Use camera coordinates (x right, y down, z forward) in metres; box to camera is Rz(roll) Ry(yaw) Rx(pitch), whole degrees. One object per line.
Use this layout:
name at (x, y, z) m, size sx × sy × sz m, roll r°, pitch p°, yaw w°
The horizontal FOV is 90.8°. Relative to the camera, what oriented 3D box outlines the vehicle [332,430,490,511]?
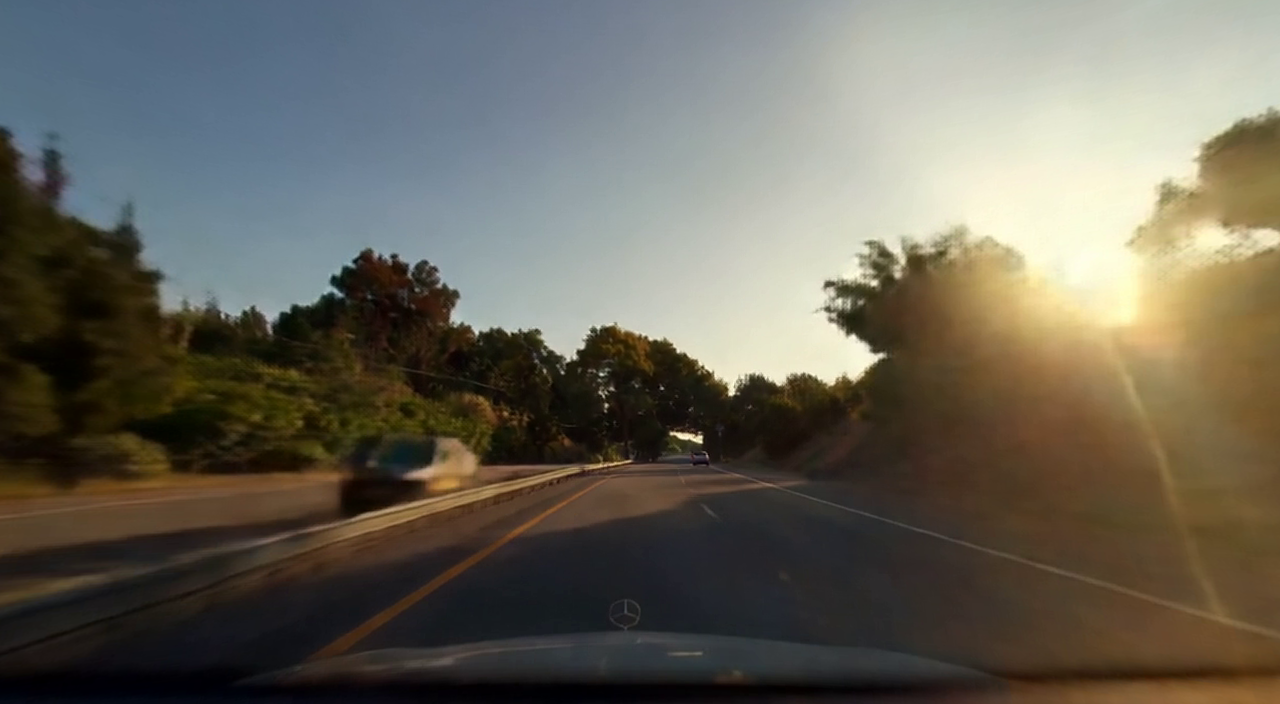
vehicle at (-5.683, 2.995, 16.538) m, size 2.220 × 1.780 × 4.870 m, roll 0°, pitch -8°, yaw 1°
